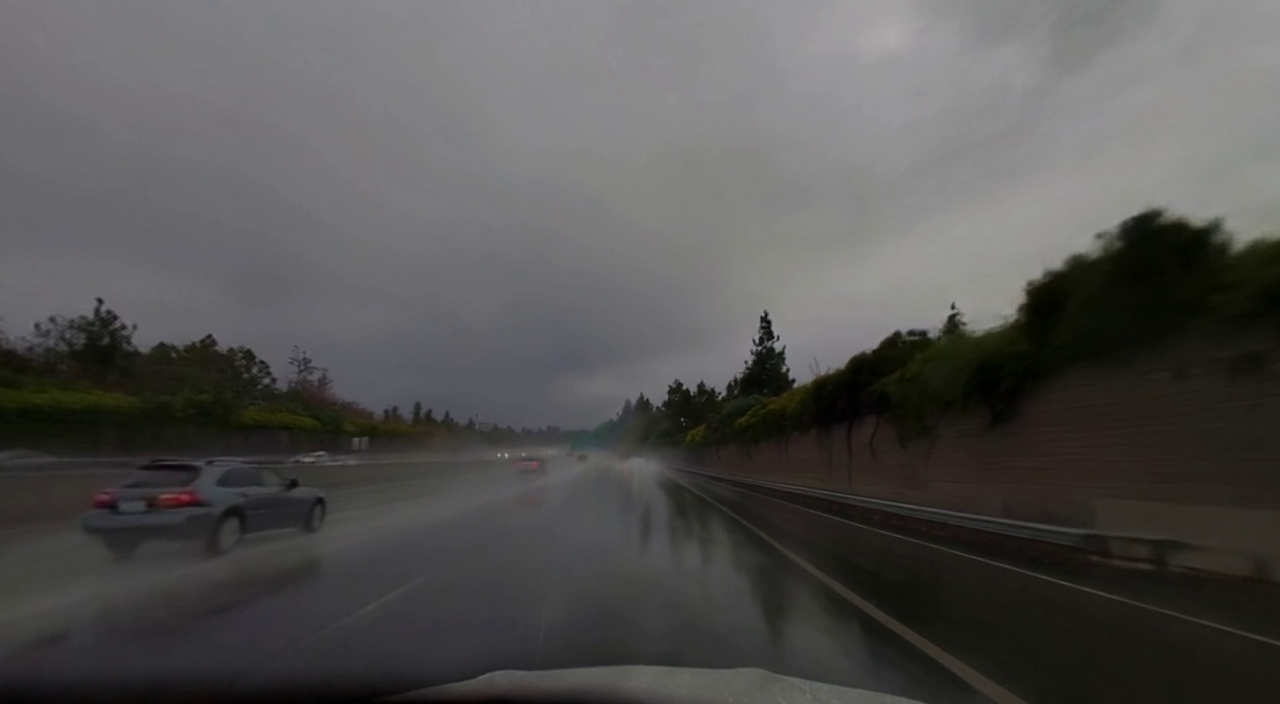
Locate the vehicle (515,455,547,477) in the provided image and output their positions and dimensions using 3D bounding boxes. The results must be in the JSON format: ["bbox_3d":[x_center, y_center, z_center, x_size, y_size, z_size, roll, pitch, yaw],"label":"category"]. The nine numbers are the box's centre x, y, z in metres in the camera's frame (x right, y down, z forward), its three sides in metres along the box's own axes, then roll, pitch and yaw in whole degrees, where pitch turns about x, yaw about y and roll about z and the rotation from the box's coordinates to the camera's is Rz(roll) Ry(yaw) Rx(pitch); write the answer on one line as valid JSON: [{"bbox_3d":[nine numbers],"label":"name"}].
[{"bbox_3d":[-7.956,8.379,46.310,1.742,1.494,3.795,0,-9,0],"label":"vehicle"}]

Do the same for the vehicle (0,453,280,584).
[{"bbox_3d":[-7.231,2.206,9.114,1.782,1.441,3.751,0,-9,1],"label":"vehicle"}]
